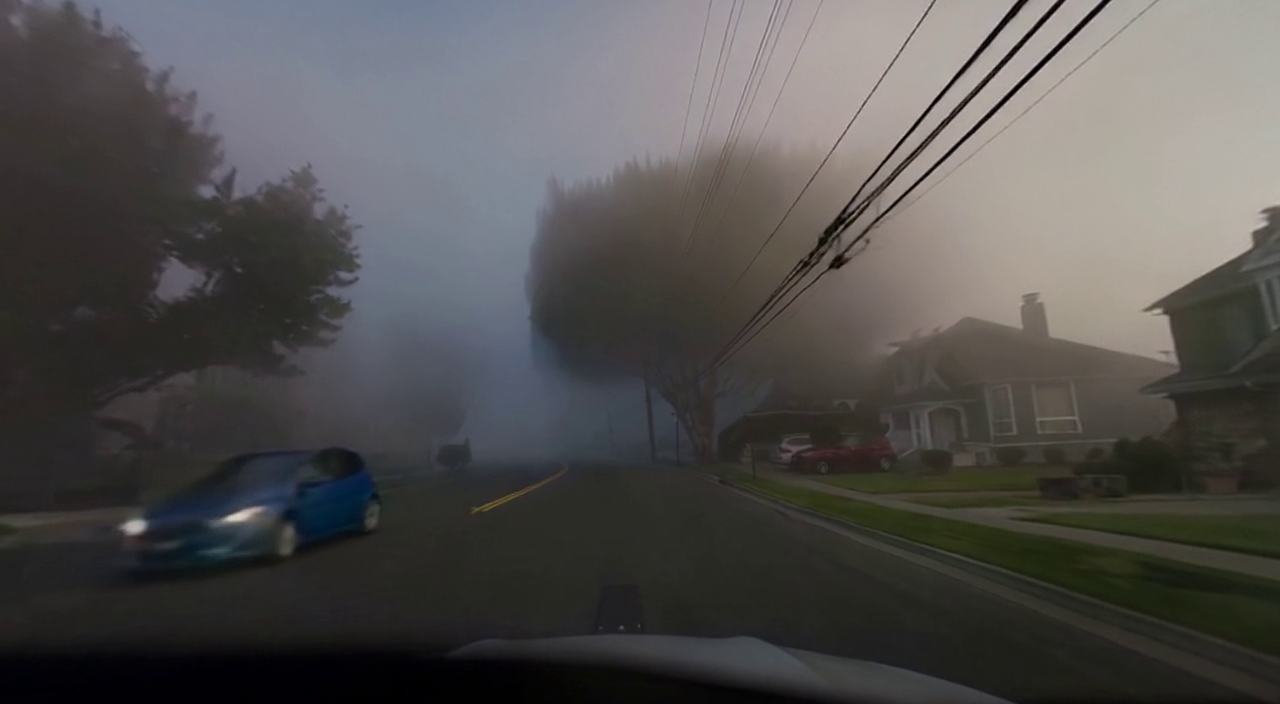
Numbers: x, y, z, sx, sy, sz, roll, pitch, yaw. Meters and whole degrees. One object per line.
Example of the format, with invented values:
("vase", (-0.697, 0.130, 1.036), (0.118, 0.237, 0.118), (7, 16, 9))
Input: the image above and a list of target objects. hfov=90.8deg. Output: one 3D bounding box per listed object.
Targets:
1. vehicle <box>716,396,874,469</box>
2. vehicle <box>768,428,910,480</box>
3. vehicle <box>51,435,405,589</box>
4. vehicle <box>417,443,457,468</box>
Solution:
("vehicle", (7.726, 4.109, 32.043), (7.115, 3.010, 2.378), (-4, -9, -6))
("vehicle", (7.087, 3.676, 22.866), (4.412, 1.565, 1.957), (-3, -8, -1))
("vehicle", (-4.910, 1.904, 8.499), (1.892, 1.501, 4.335), (0, -8, -1))
("vehicle", (-13.836, 7.027, 43.126), (2.390, 1.431, 4.253), (2, -7, -17))
